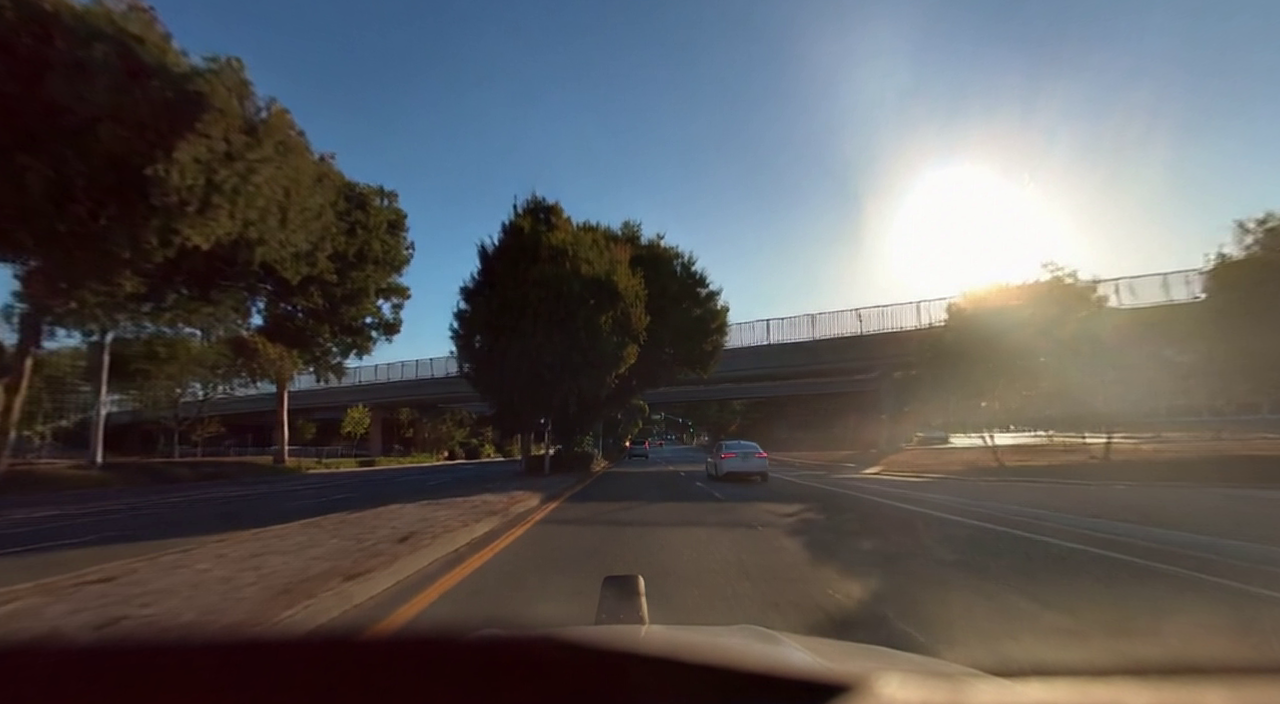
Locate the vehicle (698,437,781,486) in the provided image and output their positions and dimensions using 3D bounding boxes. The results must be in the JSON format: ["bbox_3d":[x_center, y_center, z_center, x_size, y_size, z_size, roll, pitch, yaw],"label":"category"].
[{"bbox_3d":[3.291,3.727,21.867,2.062,1.484,4.332,0,-8,-1],"label":"vehicle"}]
